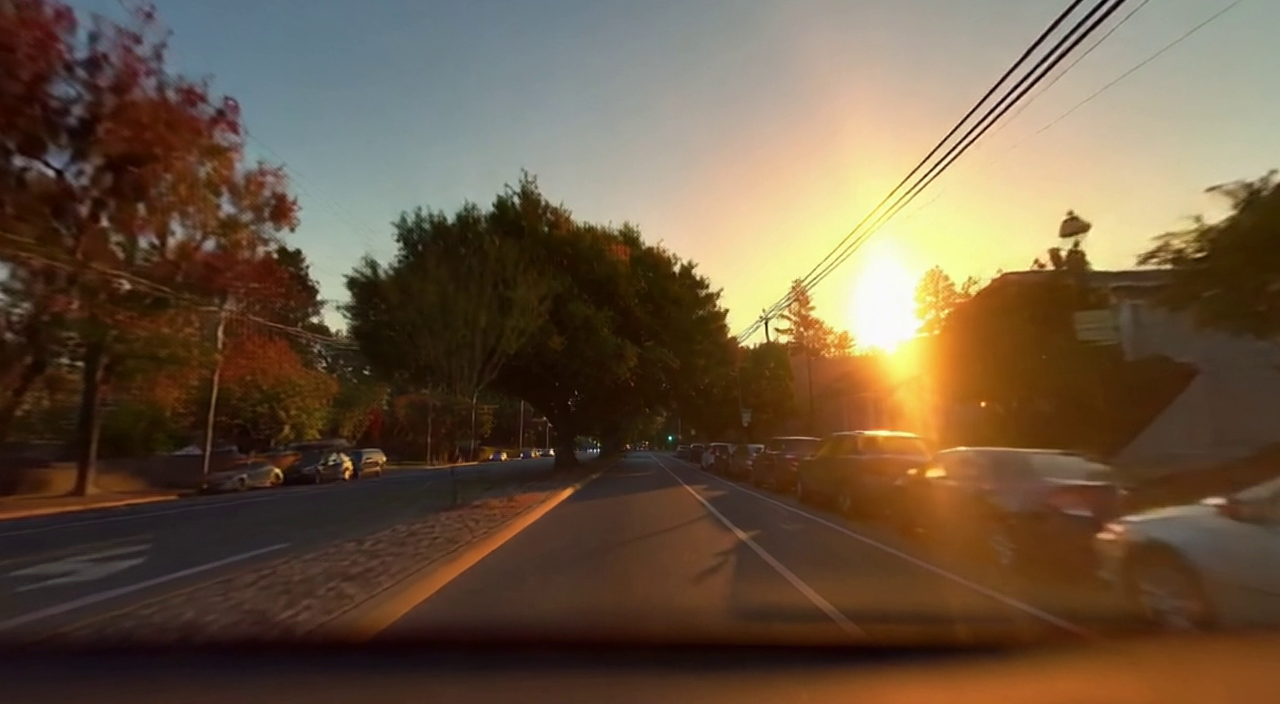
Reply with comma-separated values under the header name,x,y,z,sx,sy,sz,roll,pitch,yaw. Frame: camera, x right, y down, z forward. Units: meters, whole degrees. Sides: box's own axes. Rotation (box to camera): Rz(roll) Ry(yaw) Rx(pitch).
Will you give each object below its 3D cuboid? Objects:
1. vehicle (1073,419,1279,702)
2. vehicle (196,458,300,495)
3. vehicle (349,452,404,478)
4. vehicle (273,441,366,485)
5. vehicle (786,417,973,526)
name,x,y,z,sx,sy,sz,roll,pitch,yaw
vehicle,4.459,1.005,2.630,1.927,1.523,4.668,0,-9,-1
vehicle,-17.814,5.661,28.977,1.921,1.480,4.392,0,-9,0
vehicle,-17.770,7.633,42.870,1.871,1.596,4.114,0,-9,1
vehicle,-17.842,6.202,35.547,2.360,2.225,5.385,0,-9,0
vehicle,4.483,2.332,12.764,1.926,1.778,4.568,0,-9,-1
